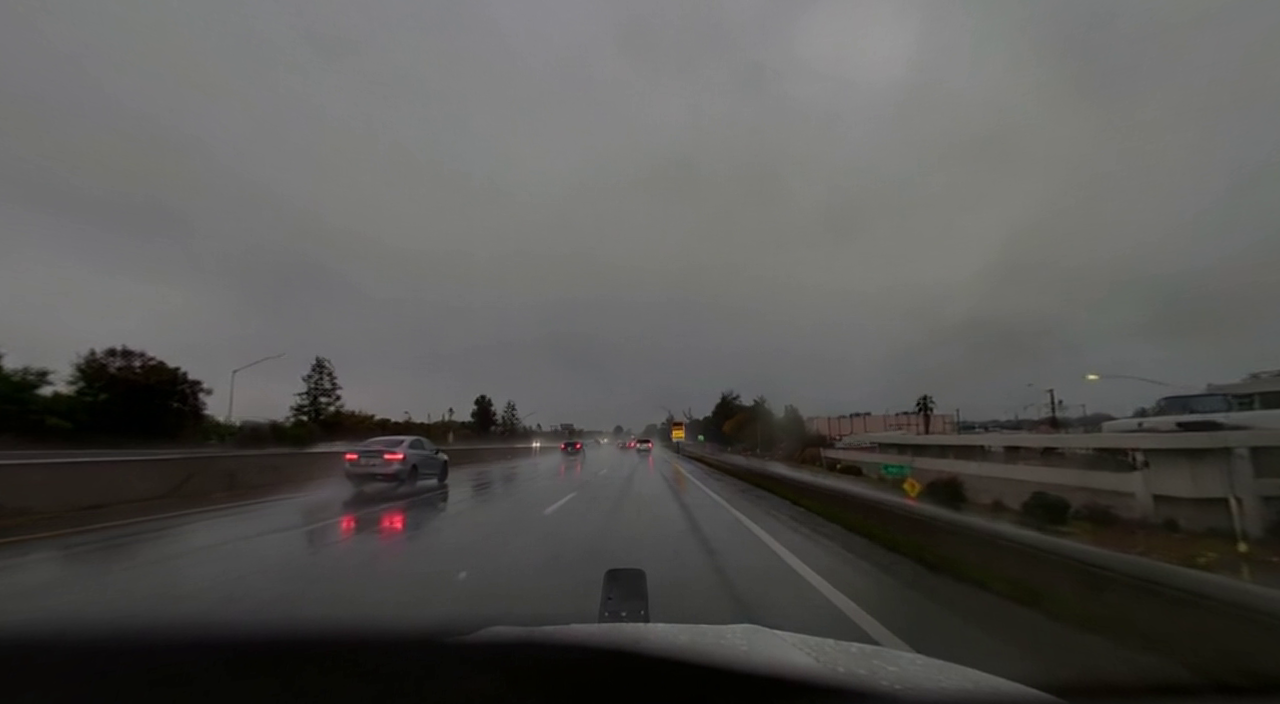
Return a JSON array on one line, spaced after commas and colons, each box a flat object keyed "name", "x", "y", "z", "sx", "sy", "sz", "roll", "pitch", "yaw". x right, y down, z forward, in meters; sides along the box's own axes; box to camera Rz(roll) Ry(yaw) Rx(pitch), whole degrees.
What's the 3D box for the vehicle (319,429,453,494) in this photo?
[{"name": "vehicle", "x": -7.287, "y": 3.171, "z": 18.711, "sx": 2.088, "sy": 1.678, "sz": 4.426, "roll": 0, "pitch": -8, "yaw": 1}]
